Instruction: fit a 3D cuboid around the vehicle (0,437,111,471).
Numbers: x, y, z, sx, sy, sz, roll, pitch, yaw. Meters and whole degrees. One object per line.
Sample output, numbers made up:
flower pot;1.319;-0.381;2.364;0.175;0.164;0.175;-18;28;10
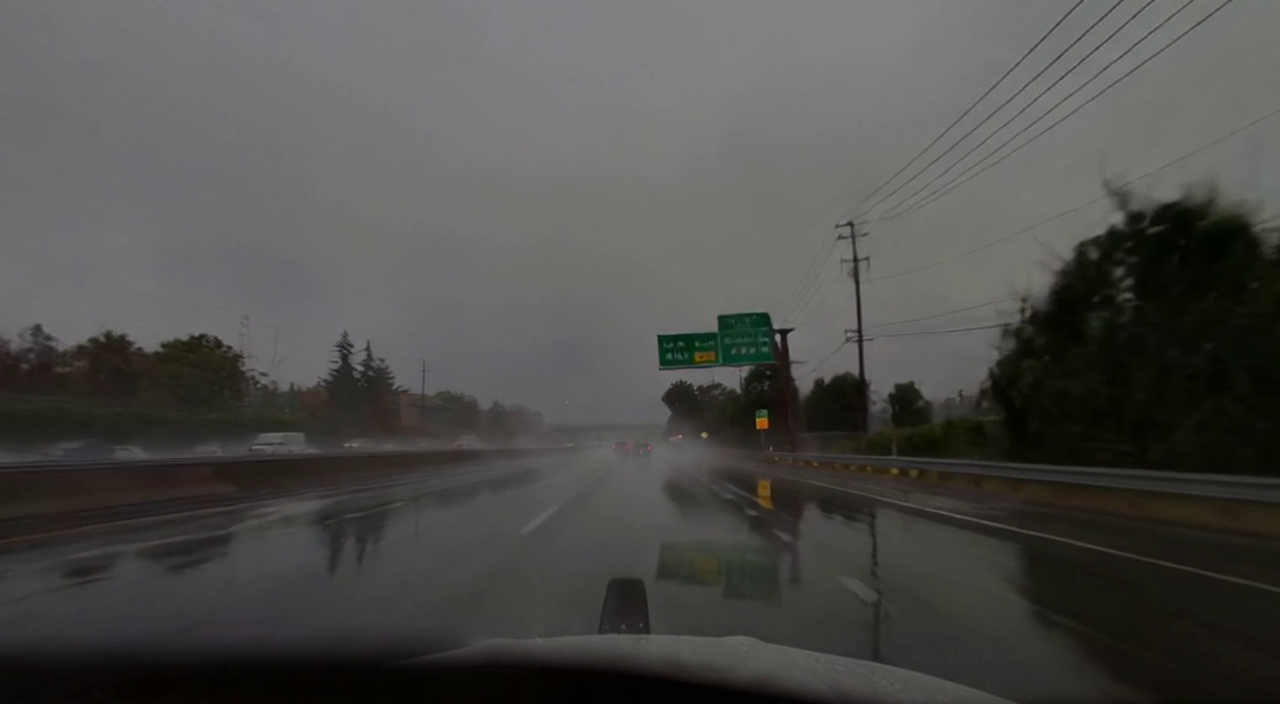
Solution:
vehicle;-30.482;5.276;32.849;1.842;1.653;4.523;0;-8;0
